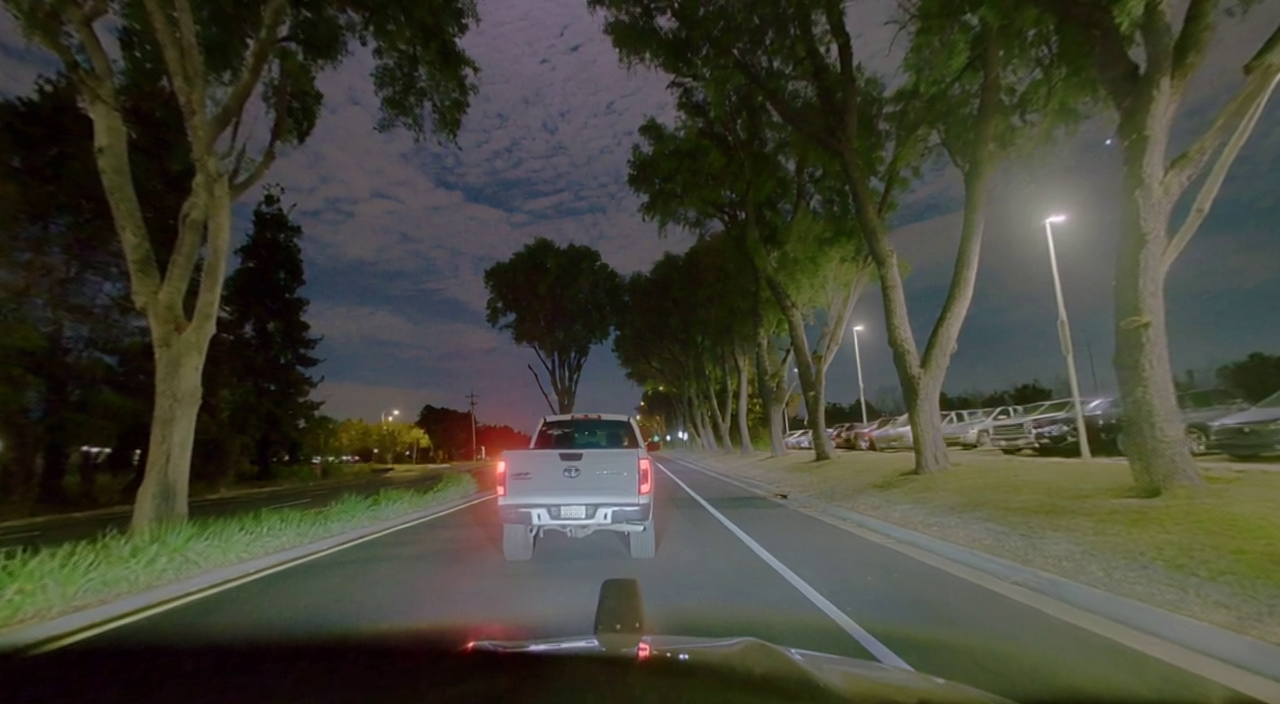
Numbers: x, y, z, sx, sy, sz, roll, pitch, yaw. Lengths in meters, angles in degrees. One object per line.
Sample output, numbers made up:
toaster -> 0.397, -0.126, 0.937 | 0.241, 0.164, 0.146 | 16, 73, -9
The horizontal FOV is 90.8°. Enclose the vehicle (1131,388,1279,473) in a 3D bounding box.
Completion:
vehicle -> 11.876, 1.410, 11.402 | 4.298, 1.392, 1.944 | -1, -8, 2

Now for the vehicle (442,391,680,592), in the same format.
vehicle -> -0.652, 1.636, 8.348 | 2.157, 1.816, 5.039 | 0, -8, 2
